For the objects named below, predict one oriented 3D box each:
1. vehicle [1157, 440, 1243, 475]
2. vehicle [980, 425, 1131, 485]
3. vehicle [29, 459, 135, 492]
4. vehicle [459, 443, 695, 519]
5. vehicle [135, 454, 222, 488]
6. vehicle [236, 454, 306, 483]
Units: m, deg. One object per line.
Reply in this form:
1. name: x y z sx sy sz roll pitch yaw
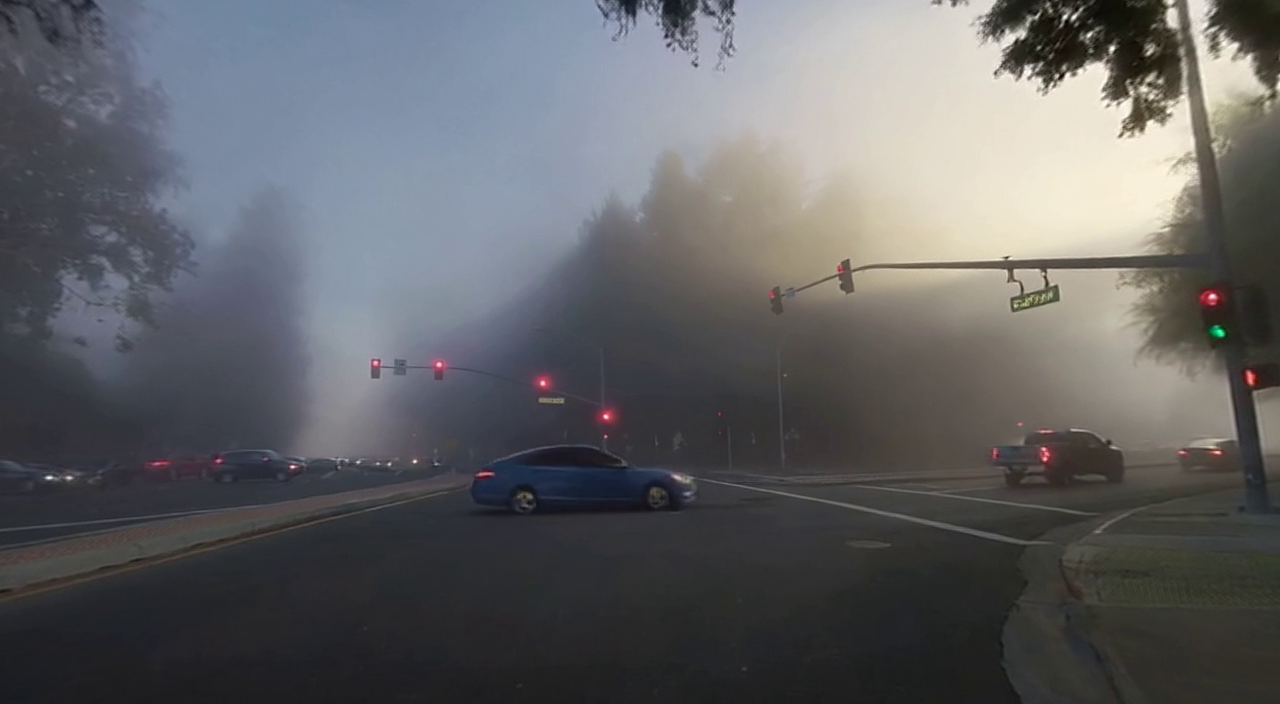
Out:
1. vehicle: 26.135 4.883 29.446 4.728 1.471 1.957 6 -11 -37
2. vehicle: 15.316 3.742 23.175 5.896 1.937 2.358 5 -10 -33
3. vehicle: -29.049 6.415 33.137 1.965 1.448 4.553 1 -9 -10
4. vehicle: -1.282 2.732 13.713 4.702 1.468 1.999 0 -9 -3
5. vehicle: -25.651 6.584 35.343 2.081 1.670 4.376 1 -9 -9
6. vehicle: -22.235 7.008 38.306 2.020 1.615 4.656 1 -9 -9
